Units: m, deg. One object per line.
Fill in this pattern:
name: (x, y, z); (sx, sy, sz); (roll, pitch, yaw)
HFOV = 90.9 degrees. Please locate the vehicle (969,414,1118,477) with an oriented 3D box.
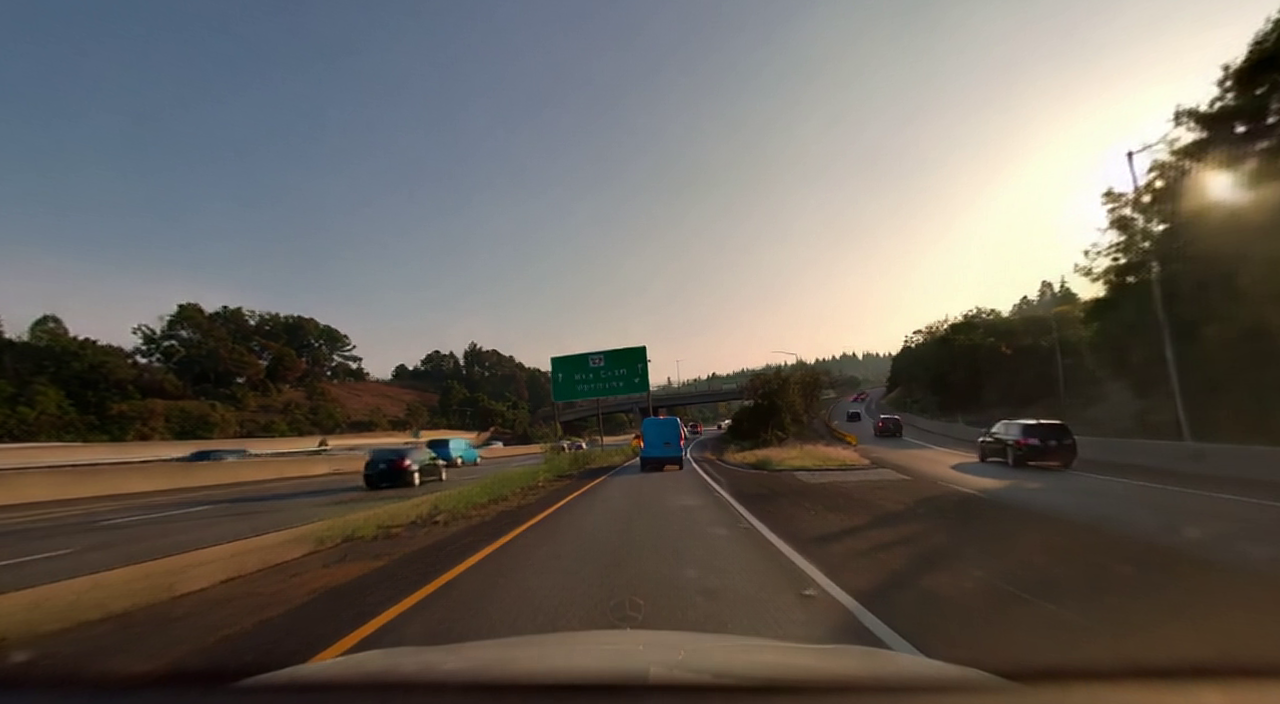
vehicle: (11.989, 2.810, 19.196); (2.098, 1.654, 4.637); (-2, -8, 10)

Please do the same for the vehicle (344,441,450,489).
vehicle: (-8.715, 4.049, 23.086); (1.896, 1.543, 4.429); (-1, -8, 3)

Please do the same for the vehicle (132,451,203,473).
vehicle: (-33.309, 7.747, 44.610); (1.896, 1.433, 3.831); (-1, -8, 3)

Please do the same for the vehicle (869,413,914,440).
vehicle: (18.192, 5.462, 45.859); (2.167, 1.798, 4.838); (-2, -8, 12)

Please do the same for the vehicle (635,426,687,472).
vehicle: (0.869, 4.174, 27.423); (2.043, 1.821, 4.558); (0, -8, 1)
